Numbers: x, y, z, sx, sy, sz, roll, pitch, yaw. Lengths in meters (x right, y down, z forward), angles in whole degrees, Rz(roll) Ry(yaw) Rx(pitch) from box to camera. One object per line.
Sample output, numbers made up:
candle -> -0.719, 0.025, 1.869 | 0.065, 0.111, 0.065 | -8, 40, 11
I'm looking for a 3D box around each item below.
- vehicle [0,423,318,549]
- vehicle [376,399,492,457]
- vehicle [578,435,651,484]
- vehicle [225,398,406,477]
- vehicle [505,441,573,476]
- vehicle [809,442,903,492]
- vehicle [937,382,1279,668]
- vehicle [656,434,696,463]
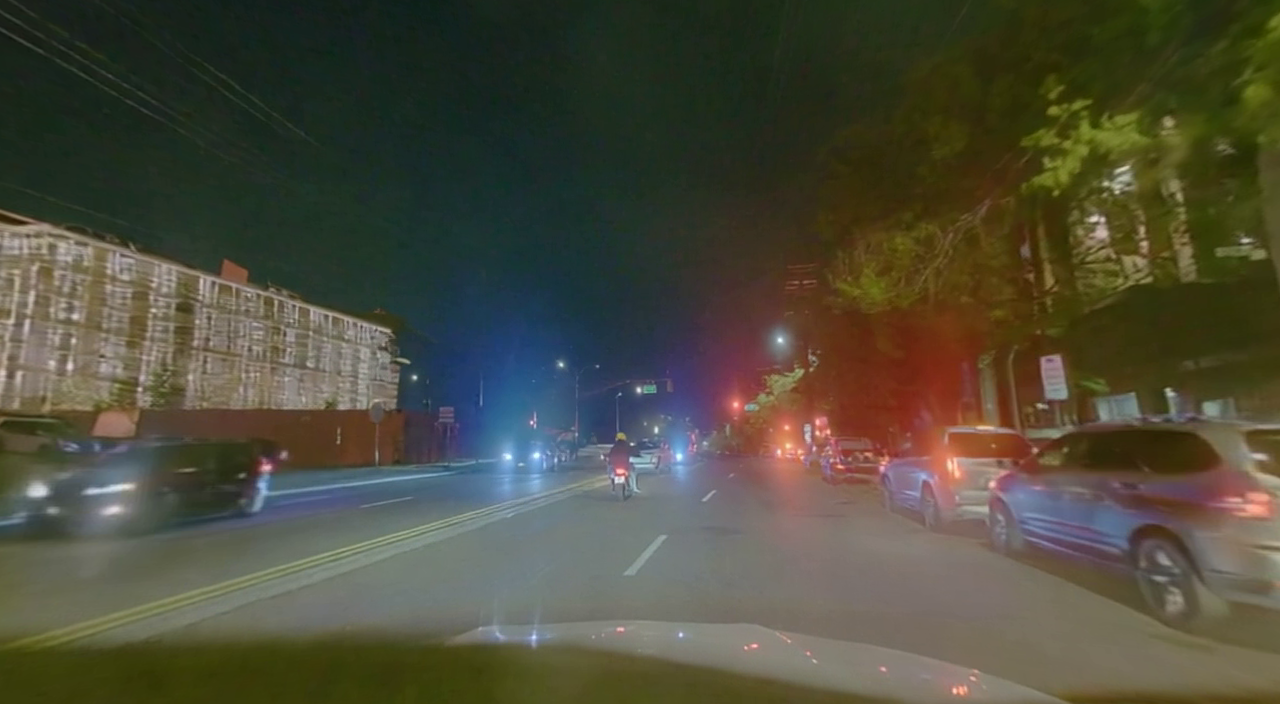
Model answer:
vehicle -> -8.209, 2.254, 11.431 | 2.053, 1.771, 4.684 | 0, -8, 3
vehicle -> -13.080, 5.107, 41.399 | 2.996, 3.170, 10.153 | -4, -9, 8
vehicle -> -0.805, 3.852, 23.011 | 1.925, 1.602, 4.090 | -1, -8, 8
vehicle -> -14.763, 4.101, 30.016 | 2.990, 3.144, 9.080 | -1, -8, 6
vehicle -> -4.697, 5.046, 30.157 | 2.105, 1.509, 4.753 | -1, -9, 4
vehicle -> 6.987, 3.720, 20.925 | 1.973, 1.457, 4.522 | -1, -8, 7
vehicle -> 5.360, 1.477, 6.637 | 2.387, 1.820, 5.286 | -1, -8, 6
vehicle -> 2.625, 6.828, 44.757 | 2.295, 1.929, 5.498 | -1, -8, 9
